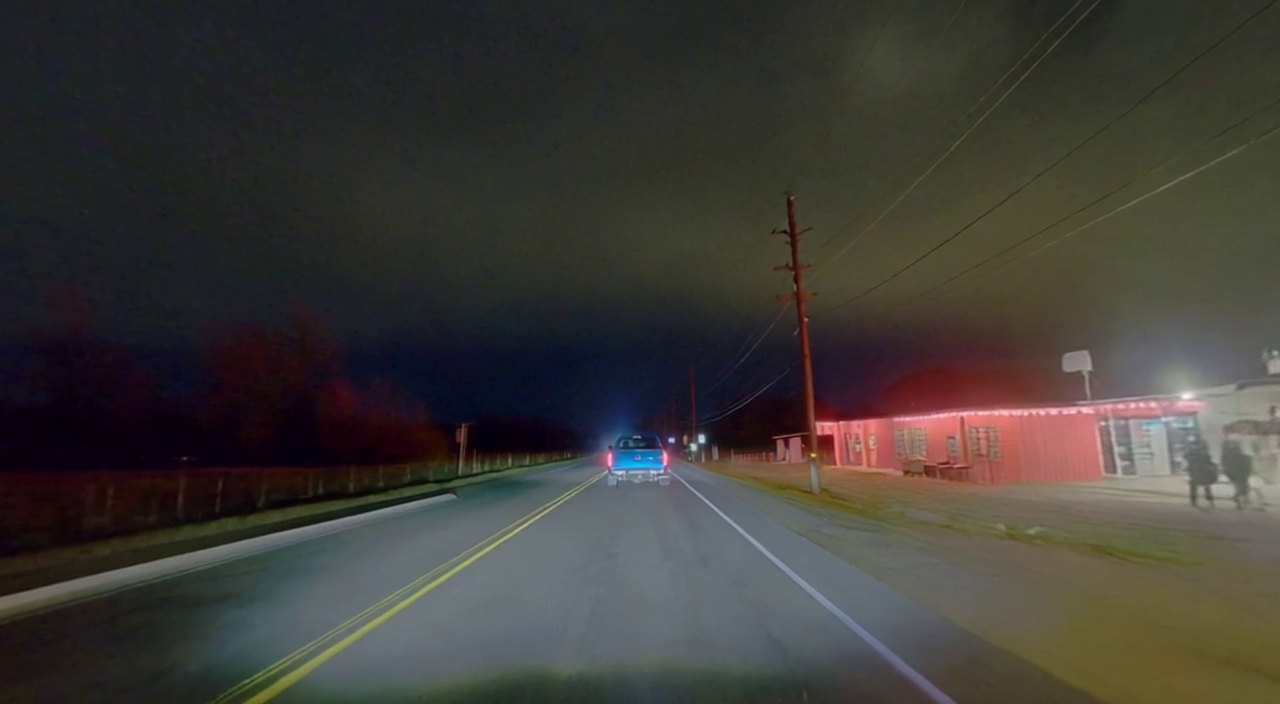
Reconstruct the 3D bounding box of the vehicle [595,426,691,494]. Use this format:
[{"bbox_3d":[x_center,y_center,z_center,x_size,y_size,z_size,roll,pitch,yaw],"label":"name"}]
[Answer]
[{"bbox_3d":[0.074,3.830,22.950,2.921,2.031,7.416,0,-8,0],"label":"vehicle"}]
